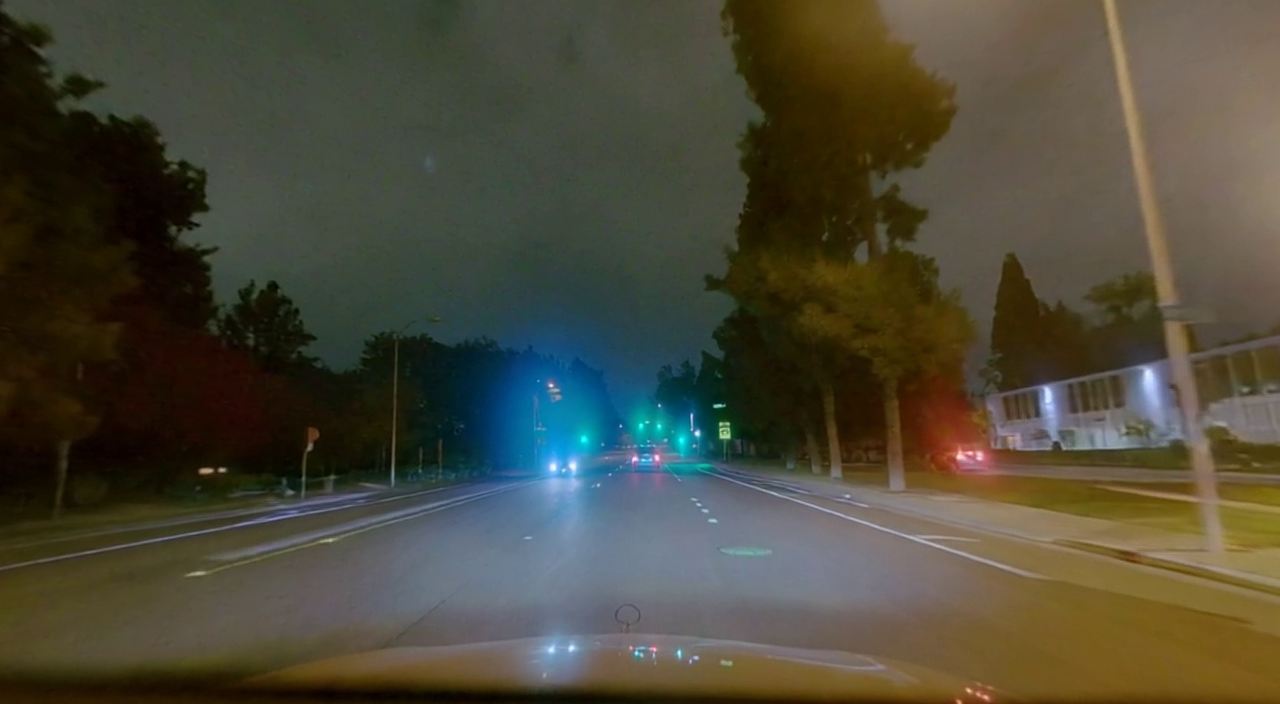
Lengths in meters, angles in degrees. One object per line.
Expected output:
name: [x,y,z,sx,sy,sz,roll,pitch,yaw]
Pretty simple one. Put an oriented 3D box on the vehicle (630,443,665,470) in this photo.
vehicle: [0.491,6.841,41.445,2.200,1.653,4.127,0,-8,1]
